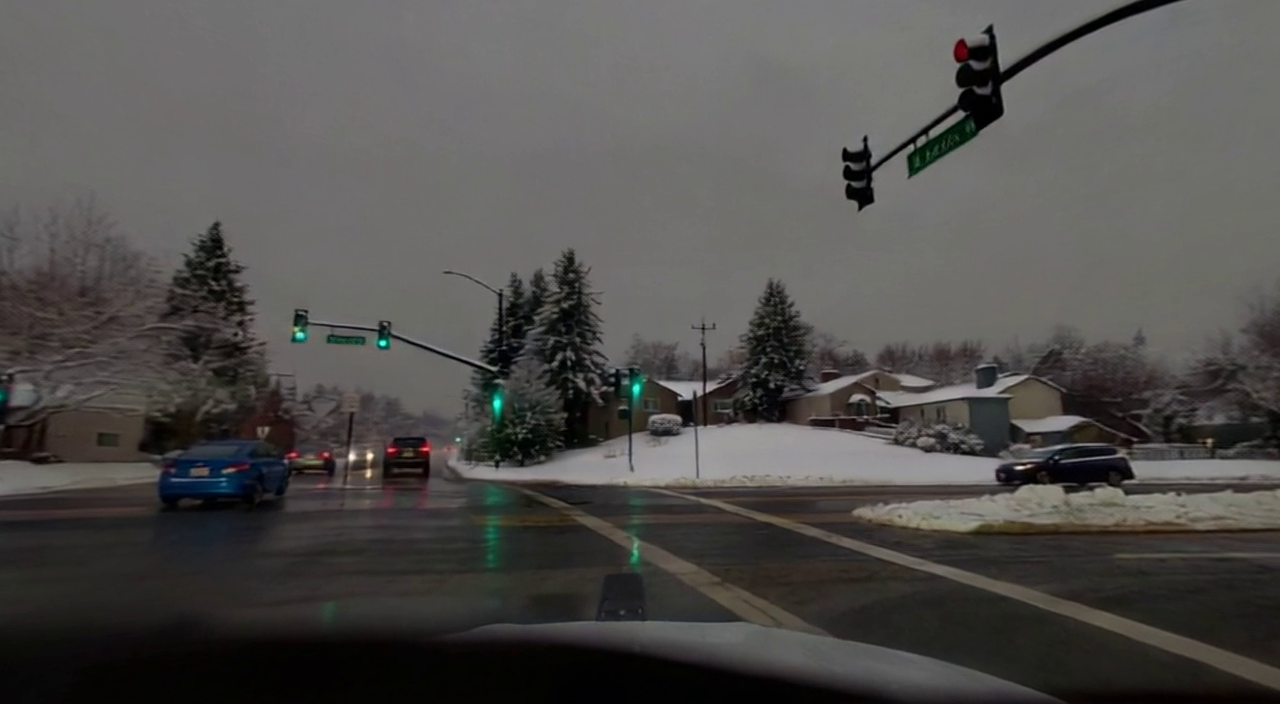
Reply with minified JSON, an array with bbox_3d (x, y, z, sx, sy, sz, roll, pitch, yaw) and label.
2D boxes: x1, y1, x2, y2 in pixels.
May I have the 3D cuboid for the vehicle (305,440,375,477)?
[{"bbox_3d":[-13.090,4.652,27.875,1.934,1.459,4.368,2,-9,-14],"label":"vehicle"}]

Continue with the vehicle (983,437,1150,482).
[{"bbox_3d":[14.427,3.639,21.561,4.353,1.431,1.876,0,-8,-2],"label":"vehicle"}]

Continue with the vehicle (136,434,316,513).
[{"bbox_3d":[-9.169,2.670,14.546,1.977,1.488,4.741,2,-9,-15],"label":"vehicle"}]

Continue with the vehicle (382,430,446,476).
[{"bbox_3d":[-10.252,4.590,29.005,2.396,1.881,4.606,2,-9,-15],"label":"vehicle"}]

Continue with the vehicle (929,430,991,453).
[{"bbox_3d":[22.568,6.346,44.758,1.905,1.483,4.322,-1,-8,-4],"label":"vehicle"}]
